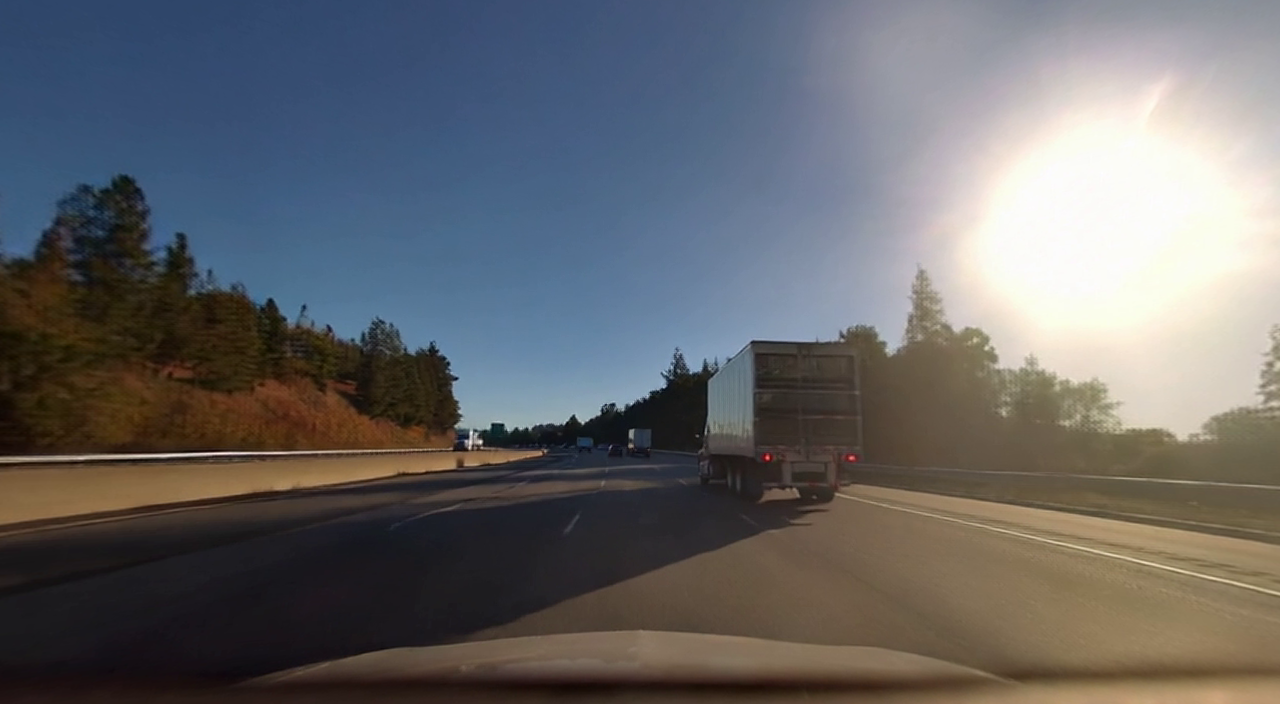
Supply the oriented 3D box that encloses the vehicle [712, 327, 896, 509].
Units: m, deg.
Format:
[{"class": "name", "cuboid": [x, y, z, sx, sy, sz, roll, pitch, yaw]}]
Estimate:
[{"class": "vehicle", "cuboid": [4.104, 2.082, 18.247, 2.826, 4.035, 8.369, 0, -9, -1]}]
